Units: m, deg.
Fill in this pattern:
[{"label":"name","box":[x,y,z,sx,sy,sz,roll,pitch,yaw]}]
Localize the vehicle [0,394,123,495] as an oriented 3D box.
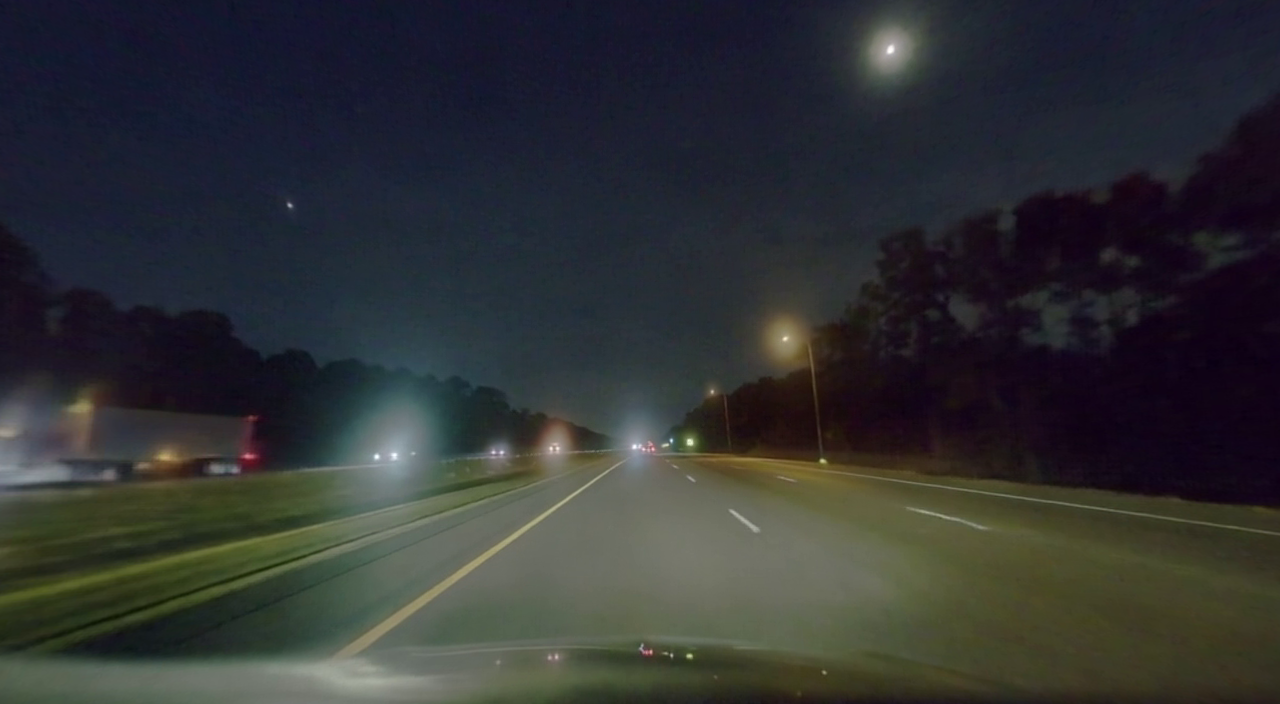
[{"label":"vehicle","box":[-28.603,4.279,29.111,2.959,4.243,7.308,0,-8,1]}]
